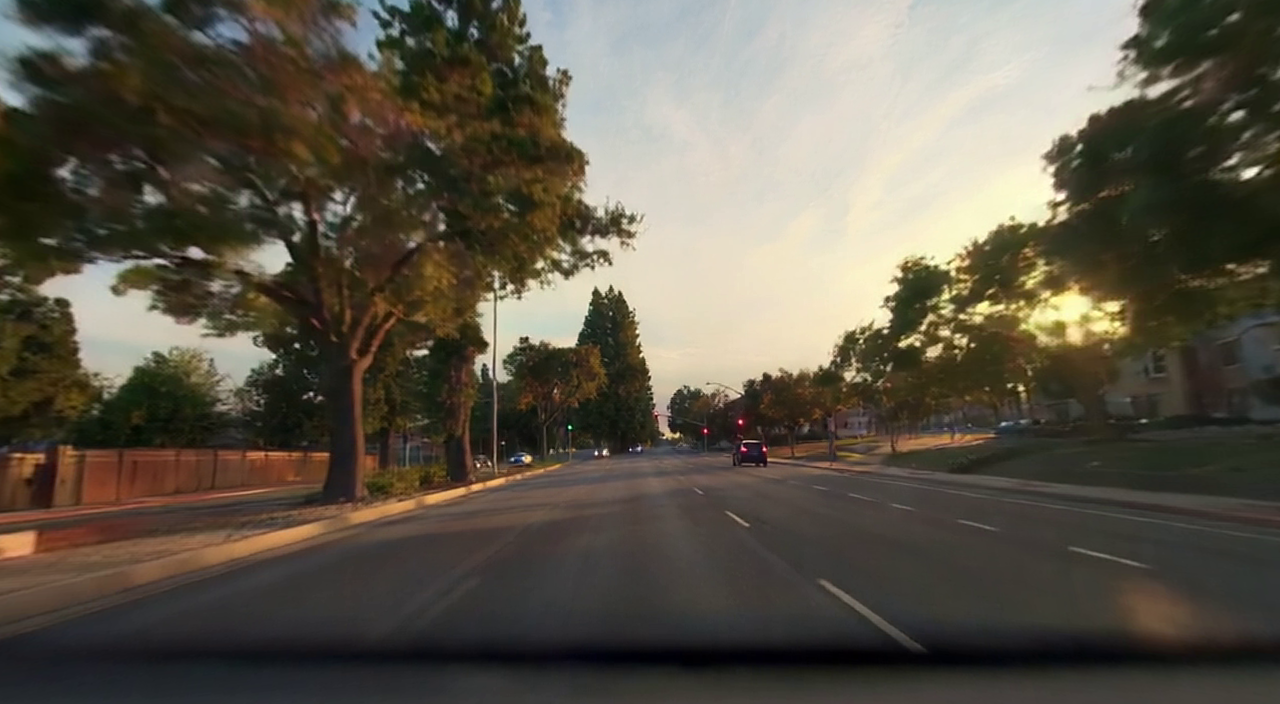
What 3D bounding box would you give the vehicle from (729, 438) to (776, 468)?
[{"bbox_3d":[6.822,6.230,38.906,2.011,1.710,4.357,0,-9,-1],"label":"vehicle"}]
